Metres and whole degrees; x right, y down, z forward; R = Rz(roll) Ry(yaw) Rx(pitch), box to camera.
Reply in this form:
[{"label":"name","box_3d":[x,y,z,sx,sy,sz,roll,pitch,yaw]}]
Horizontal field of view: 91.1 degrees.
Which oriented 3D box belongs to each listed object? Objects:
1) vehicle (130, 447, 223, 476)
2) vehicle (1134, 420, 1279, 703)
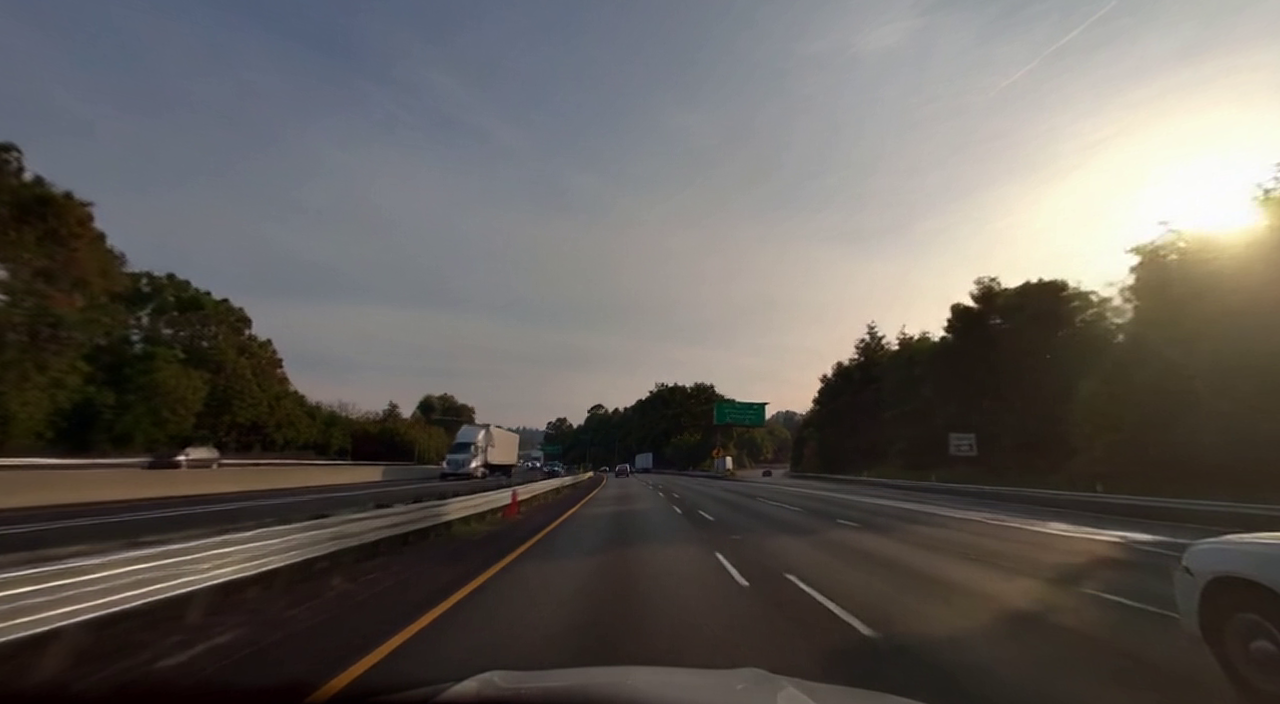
[{"label":"vehicle","box_3d":[-26.891,6.386,36.679,1.873,1.540,4.546,0,-10,1]},{"label":"vehicle","box_3d":[4.021,0.824,1.458,1.965,1.502,4.599,1,-10,0]}]
